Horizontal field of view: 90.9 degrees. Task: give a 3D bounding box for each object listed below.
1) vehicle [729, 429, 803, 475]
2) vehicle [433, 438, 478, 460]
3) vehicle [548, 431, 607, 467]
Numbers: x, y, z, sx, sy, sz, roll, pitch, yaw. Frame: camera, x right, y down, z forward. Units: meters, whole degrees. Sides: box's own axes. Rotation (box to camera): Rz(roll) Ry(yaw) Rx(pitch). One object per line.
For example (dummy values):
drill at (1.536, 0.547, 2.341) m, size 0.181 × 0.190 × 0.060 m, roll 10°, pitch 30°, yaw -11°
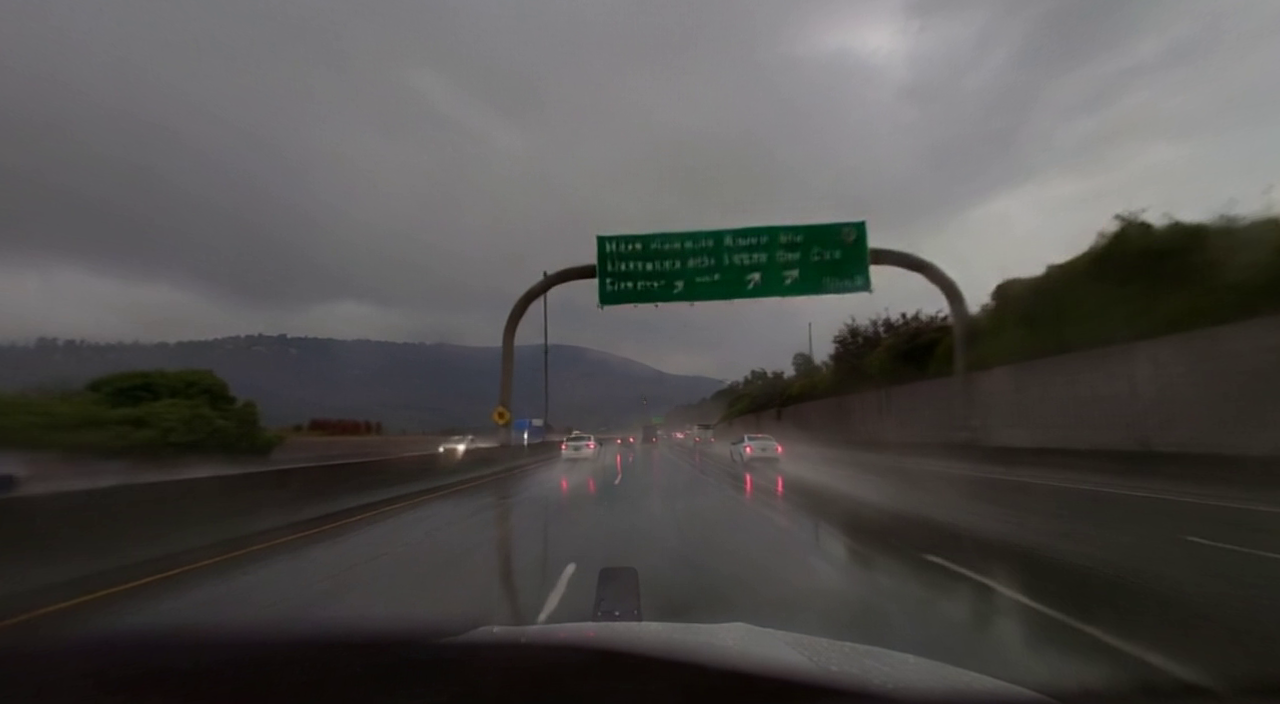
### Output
vehicle at (4.390, 3.518, 22.467) m, size 1.806 × 1.469 × 3.681 m, roll 0°, pitch -8°, yaw -1°
vehicle at (-13.971, 7.334, 47.976) m, size 2.087 × 1.553 × 4.617 m, roll 0°, pitch -8°, yaw 0°
vehicle at (-2.734, 4.340, 28.561) m, size 2.204 × 1.486 × 4.121 m, roll 0°, pitch -8°, yaw 1°
